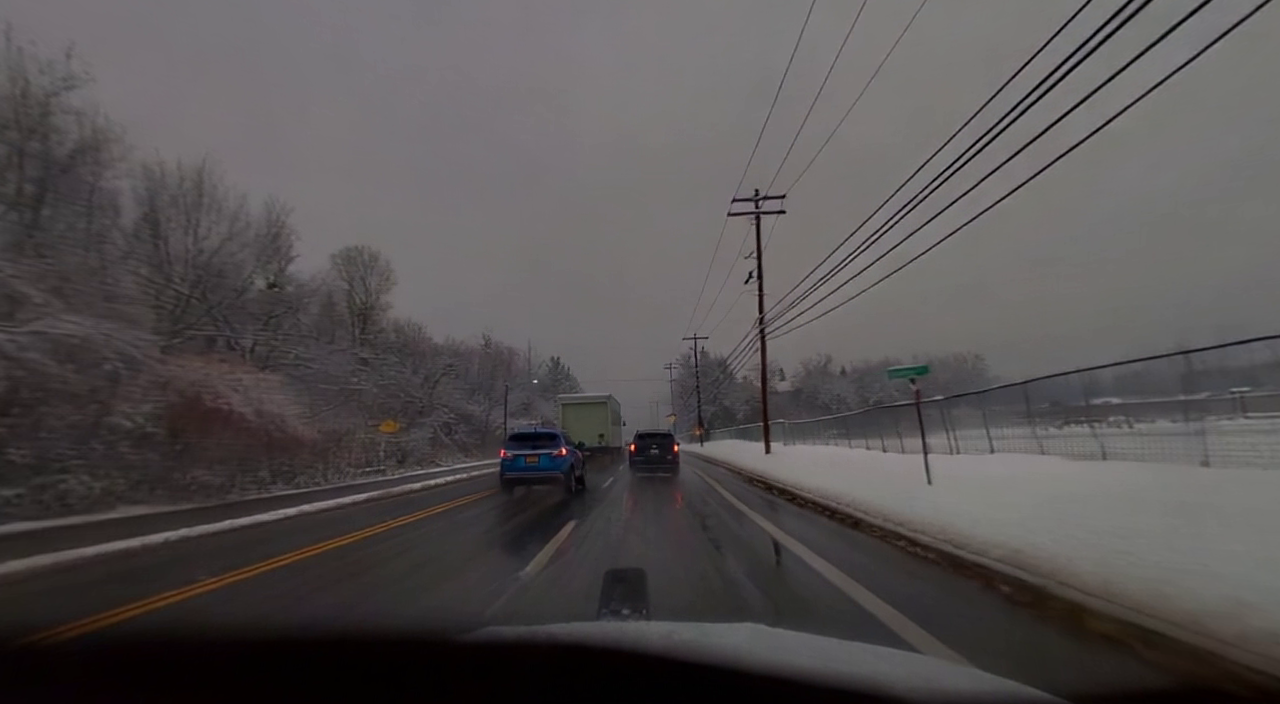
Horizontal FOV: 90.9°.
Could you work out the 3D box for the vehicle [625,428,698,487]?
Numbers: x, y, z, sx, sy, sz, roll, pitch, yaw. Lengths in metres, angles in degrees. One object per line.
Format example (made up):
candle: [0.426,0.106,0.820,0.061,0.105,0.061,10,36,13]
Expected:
vehicle: [0.674,3.445,20.852,2.174,1.749,4.113,0,-9,1]

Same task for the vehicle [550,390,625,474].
vehicle: [-2.405,4.299,32.942,2.928,3.658,10.953,0,-9,0]

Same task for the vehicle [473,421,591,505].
vehicle: [-2.566,2.803,16.254,2.093,1.832,4.508,0,-9,2]
